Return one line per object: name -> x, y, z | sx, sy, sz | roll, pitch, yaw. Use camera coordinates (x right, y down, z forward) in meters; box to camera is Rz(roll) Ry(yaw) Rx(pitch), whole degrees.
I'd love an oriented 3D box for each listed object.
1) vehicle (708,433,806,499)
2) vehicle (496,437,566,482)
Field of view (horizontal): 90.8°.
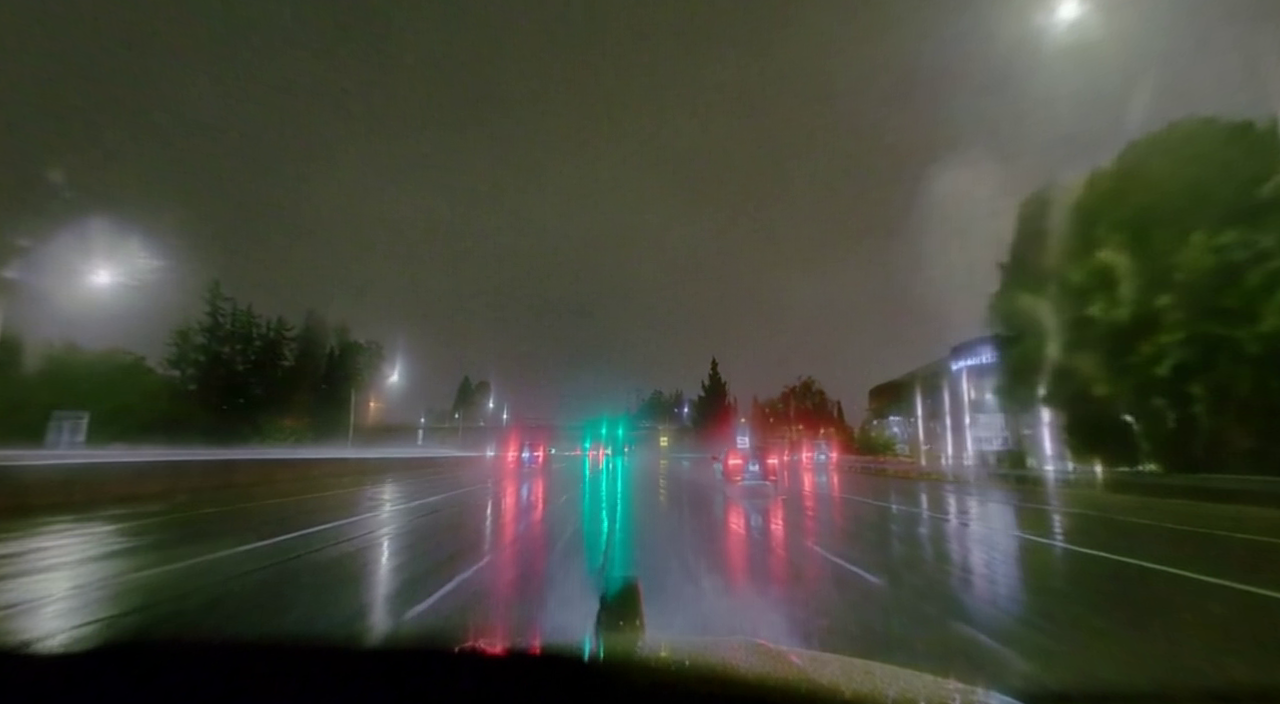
vehicle -> 3.297, 3.304, 18.716 | 1.997, 1.686, 4.247 | 0, -8, -1
vehicle -> -4.588, 4.604, 27.358 | 2.176, 1.779, 4.755 | 0, -8, 0
